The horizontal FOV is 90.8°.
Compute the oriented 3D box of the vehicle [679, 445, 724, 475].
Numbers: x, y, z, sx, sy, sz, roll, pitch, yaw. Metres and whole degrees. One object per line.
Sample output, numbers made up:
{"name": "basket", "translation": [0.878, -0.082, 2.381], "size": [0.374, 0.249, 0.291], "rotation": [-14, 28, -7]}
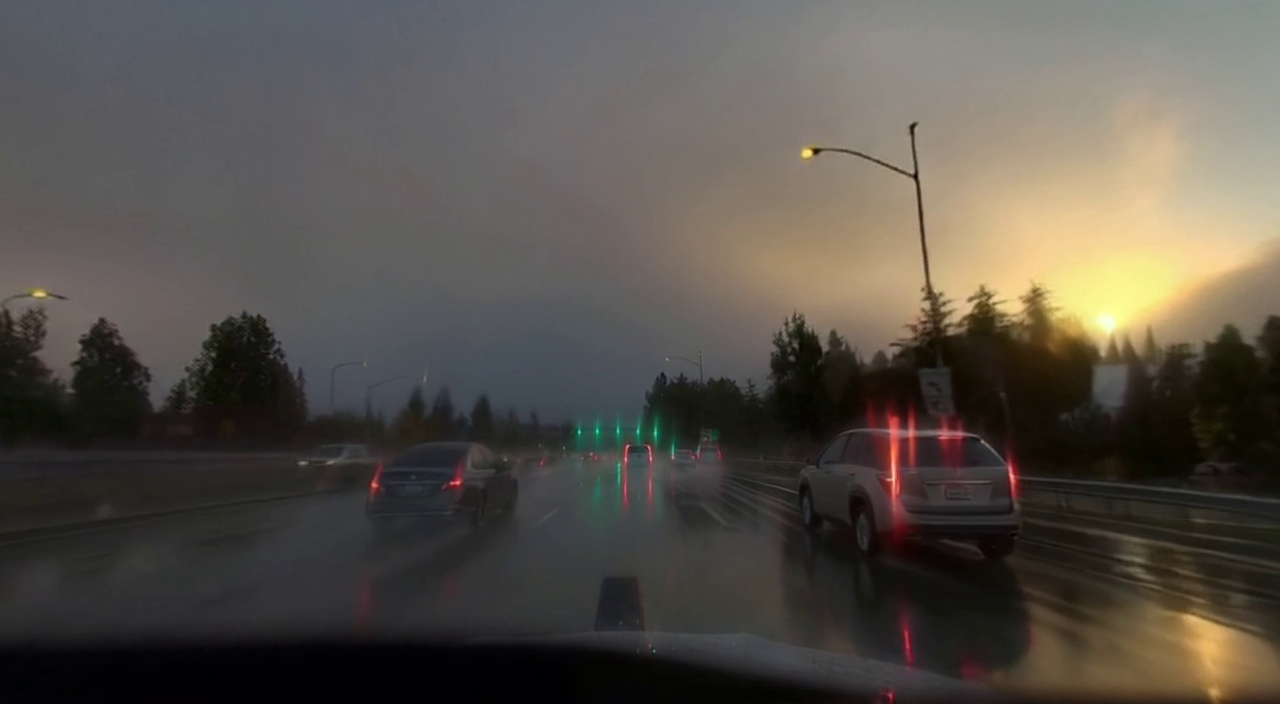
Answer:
{"name": "vehicle", "translation": [3.724, 6.607, 38.881], "size": [2.320, 1.735, 4.408], "rotation": [0, -8, 0]}

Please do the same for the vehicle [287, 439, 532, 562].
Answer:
{"name": "vehicle", "translation": [-3.301, 2.212, 10.352], "size": [2.130, 1.514, 4.766], "rotation": [0, -8, 1]}

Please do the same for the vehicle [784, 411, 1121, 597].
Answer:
{"name": "vehicle", "translation": [3.441, 1.750, 8.226], "size": [2.029, 1.716, 4.545], "rotation": [0, -8, 0]}

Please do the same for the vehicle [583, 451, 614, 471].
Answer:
{"name": "vehicle", "translation": [-3.161, 8.415, 48.887], "size": [1.968, 1.473, 4.209], "rotation": [0, -8, 2]}

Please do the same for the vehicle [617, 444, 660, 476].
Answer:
{"name": "vehicle", "translation": [-0.088, 6.385, 37.598], "size": [2.408, 1.748, 4.217], "rotation": [0, -8, 0]}
